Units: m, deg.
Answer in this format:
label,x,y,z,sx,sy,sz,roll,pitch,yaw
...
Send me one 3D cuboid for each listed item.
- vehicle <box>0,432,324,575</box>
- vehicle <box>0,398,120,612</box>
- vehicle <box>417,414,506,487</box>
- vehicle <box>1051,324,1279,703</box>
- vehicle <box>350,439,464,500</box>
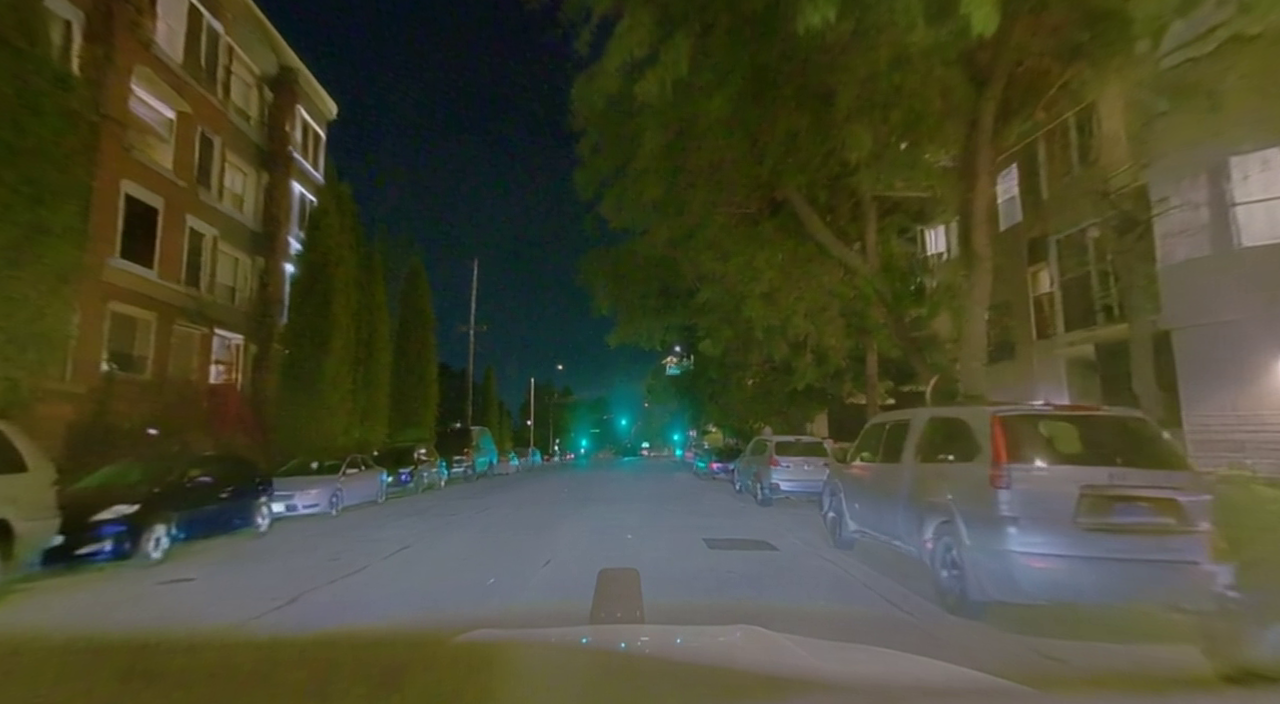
label,x,y,z,sx,sy,sz,roll,pitch,yaw
vehicle,-7.235,2.239,10.167,1.978,1.721,4.589,-1,-9,-2
vehicle,-7.290,1.237,4.394,2.205,2.051,6.109,-3,-10,-1
vehicle,-7.497,4.263,27.218,2.294,2.707,6.199,-2,-9,-2
vehicle,3.922,0.644,1.526,2.214,1.885,5.268,0,-9,-1
vehicle,-7.576,3.835,21.032,2.150,1.774,4.514,0,-9,-1
